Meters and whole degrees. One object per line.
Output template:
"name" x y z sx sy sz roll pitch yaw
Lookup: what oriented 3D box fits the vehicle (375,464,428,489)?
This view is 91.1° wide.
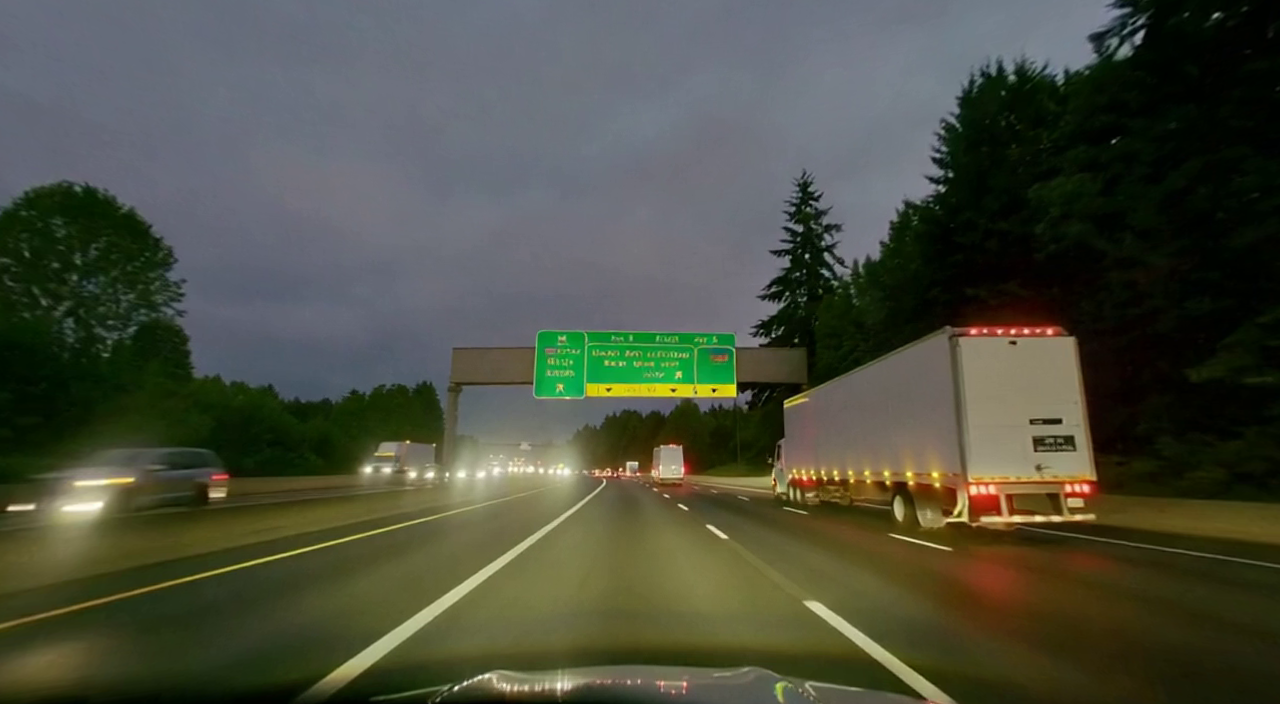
"vehicle" -14.626 7.664 38.763 1.843 1.455 3.763 1 -10 -1

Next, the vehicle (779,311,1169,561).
"vehicle" 7.037 2.623 17.540 2.866 4.102 14.351 1 -10 -1

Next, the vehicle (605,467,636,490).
"vehicle" -1.403 8.953 44.657 2.106 1.524 4.381 1 -10 -2

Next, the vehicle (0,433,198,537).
"vehicle" -10.876 2.401 11.650 2.007 1.564 4.585 1 -10 0

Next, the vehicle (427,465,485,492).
"vehicle" -11.146 7.690 38.503 2.184 1.496 4.687 1 -10 -1
